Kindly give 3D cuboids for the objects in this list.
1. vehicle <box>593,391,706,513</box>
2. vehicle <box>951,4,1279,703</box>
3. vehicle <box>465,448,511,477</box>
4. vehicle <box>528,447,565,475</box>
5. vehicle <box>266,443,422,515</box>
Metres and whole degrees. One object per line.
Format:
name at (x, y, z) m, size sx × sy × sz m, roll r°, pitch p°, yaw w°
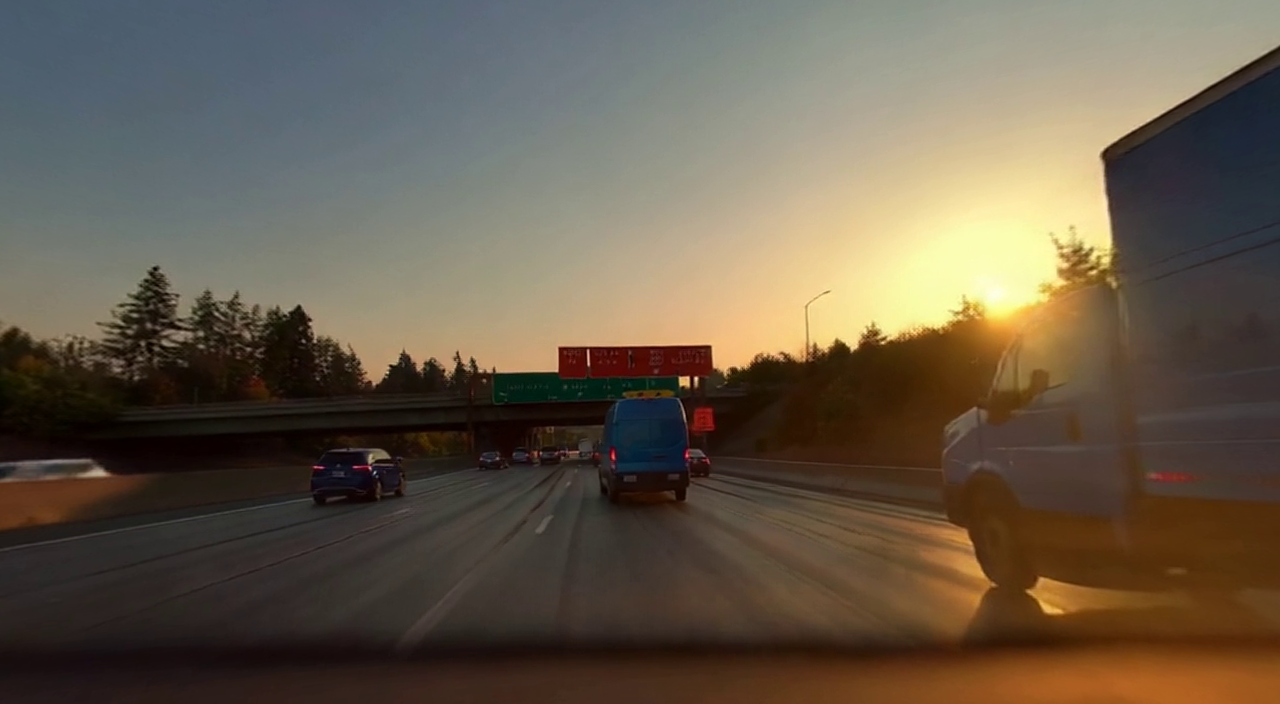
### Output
vehicle at (0.008, 2.510, 15.948) m, size 2.268 × 2.551 × 5.144 m, roll 0°, pitch -9°, yaw -6°
vehicle at (4.783, 0.026, 3.092) m, size 2.959 × 3.648 × 6.040 m, roll 1°, pitch -9°, yaw -4°
vehicle at (-8.659, 6.294, 35.937) m, size 2.026 × 1.506 × 4.102 m, roll 1°, pitch -9°, yaw -7°
vehicle at (-5.538, 6.511, 37.682) m, size 2.002 × 1.536 × 4.021 m, roll 0°, pitch -9°, yaw -6°
vehicle at (-7.103, 3.061, 15.663) m, size 2.003 × 1.498 × 4.386 m, roll 0°, pitch -9°, yaw -4°
